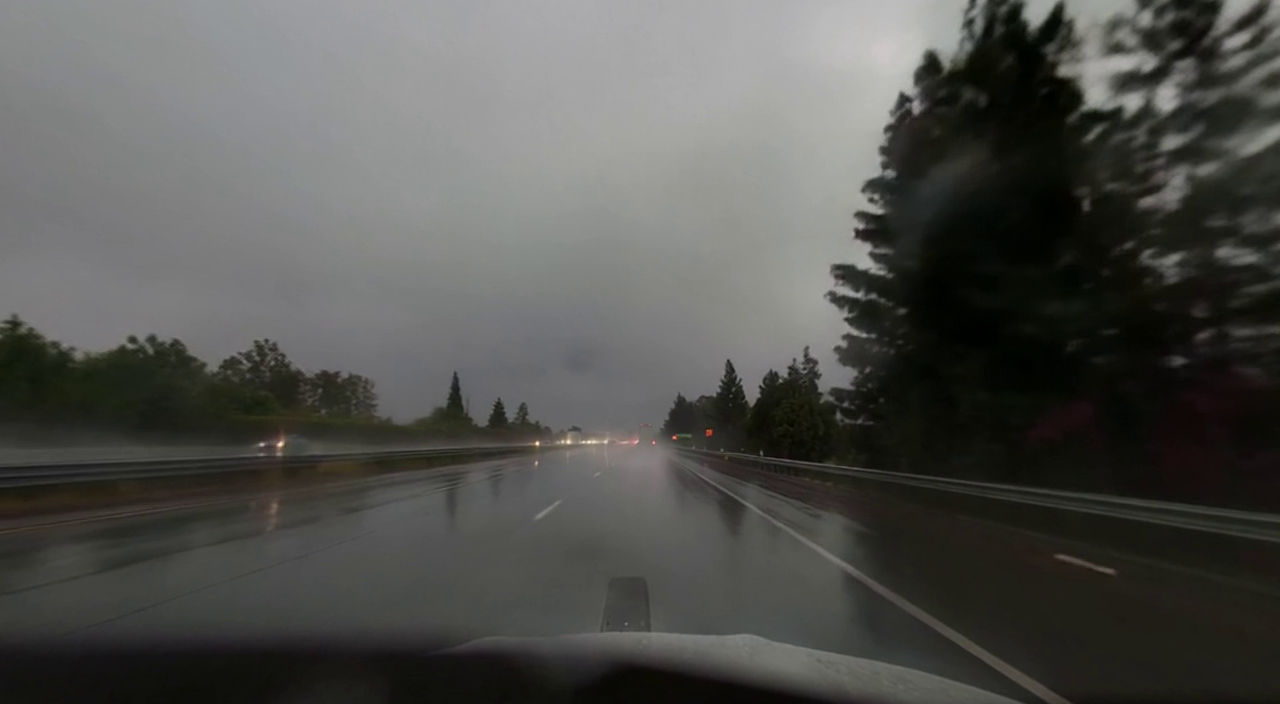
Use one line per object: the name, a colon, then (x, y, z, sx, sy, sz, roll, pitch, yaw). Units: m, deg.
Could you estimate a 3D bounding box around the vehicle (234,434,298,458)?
vehicle: (-24.245, 6.126, 40.933, 1.737, 1.477, 3.839, 0, -8, 1)
